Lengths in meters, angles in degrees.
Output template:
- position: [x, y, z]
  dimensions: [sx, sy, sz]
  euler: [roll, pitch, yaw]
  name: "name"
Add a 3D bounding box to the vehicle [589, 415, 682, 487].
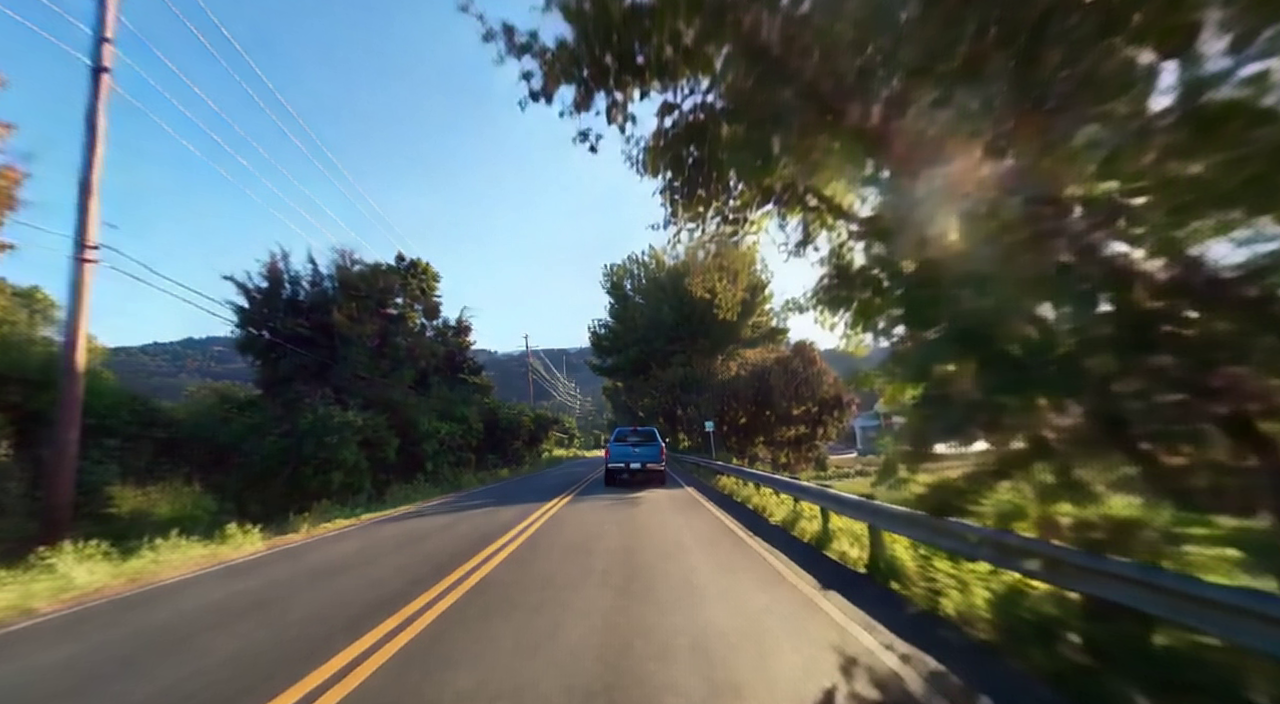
- position: [-0.226, 3.790, 24.369]
  dimensions: [3.021, 2.326, 7.410]
  euler: [0, -8, -1]
  name: "vehicle"
